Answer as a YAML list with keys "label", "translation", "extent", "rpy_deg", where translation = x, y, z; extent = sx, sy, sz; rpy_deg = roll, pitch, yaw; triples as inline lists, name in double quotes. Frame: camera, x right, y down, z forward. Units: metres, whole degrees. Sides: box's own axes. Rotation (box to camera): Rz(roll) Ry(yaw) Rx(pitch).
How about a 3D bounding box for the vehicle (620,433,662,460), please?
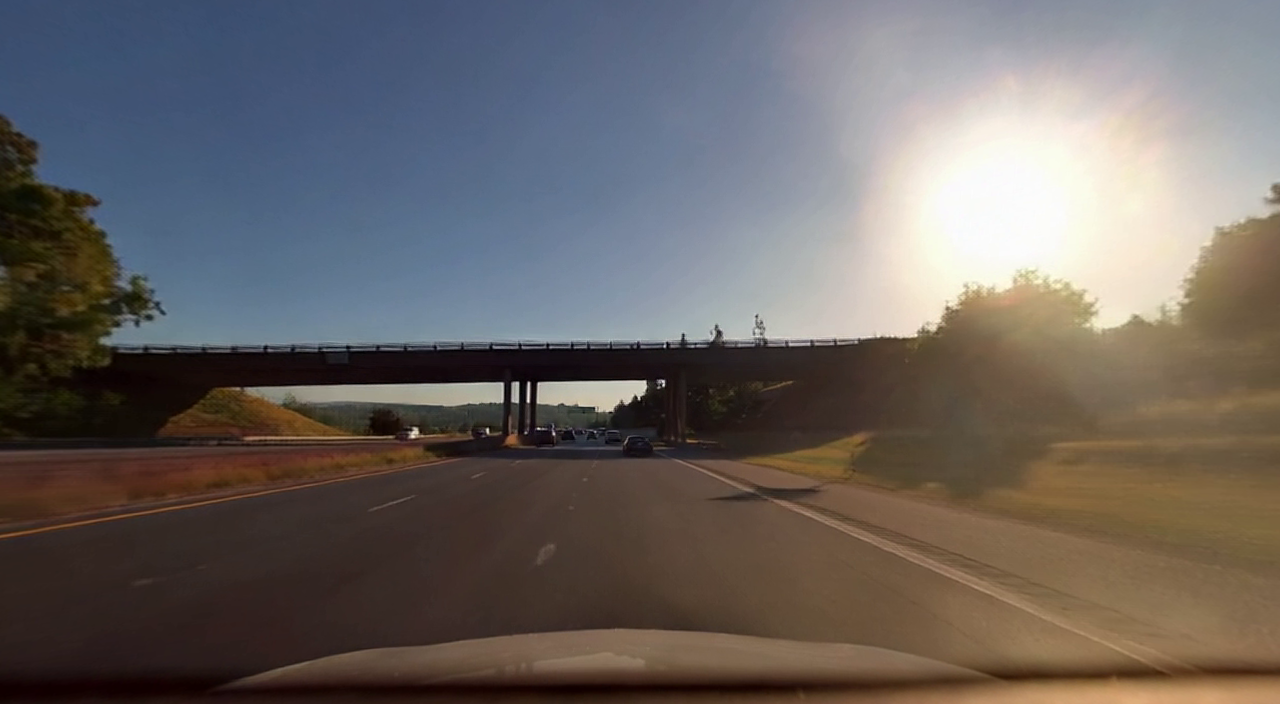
- label: "vehicle"
  translation: [-0.011, 5.025, 33.488]
  extent: [1.999, 1.329, 3.913]
  rpy_deg: [1, -8, -3]
